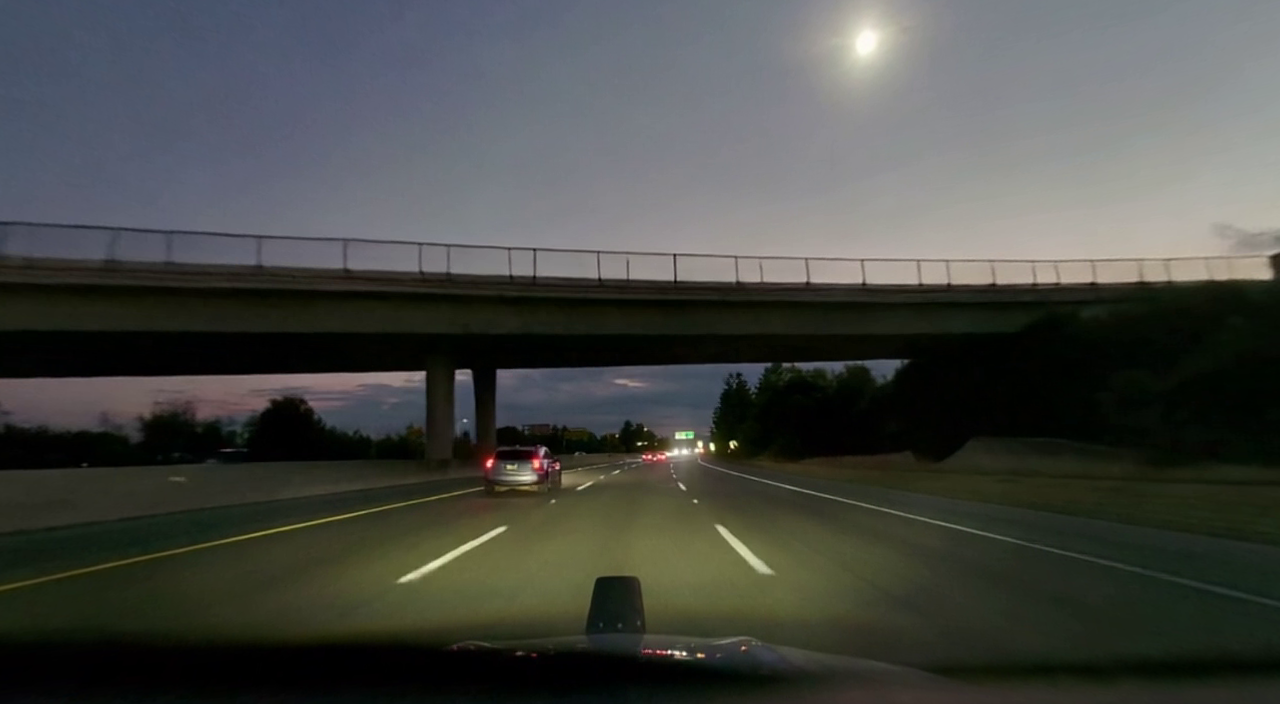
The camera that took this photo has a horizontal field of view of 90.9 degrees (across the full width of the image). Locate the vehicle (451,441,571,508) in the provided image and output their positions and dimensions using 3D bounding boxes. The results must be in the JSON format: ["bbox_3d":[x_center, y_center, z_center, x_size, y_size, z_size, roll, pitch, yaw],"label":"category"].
[{"bbox_3d":[-3.431,3.380,17.887,2.274,1.628,4.807,0,-9,2],"label":"vehicle"}]

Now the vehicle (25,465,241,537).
[{"bbox_3d":[-12.363,3.607,15.839,1.822,1.448,4.297,0,-9,0],"label":"vehicle"}]
